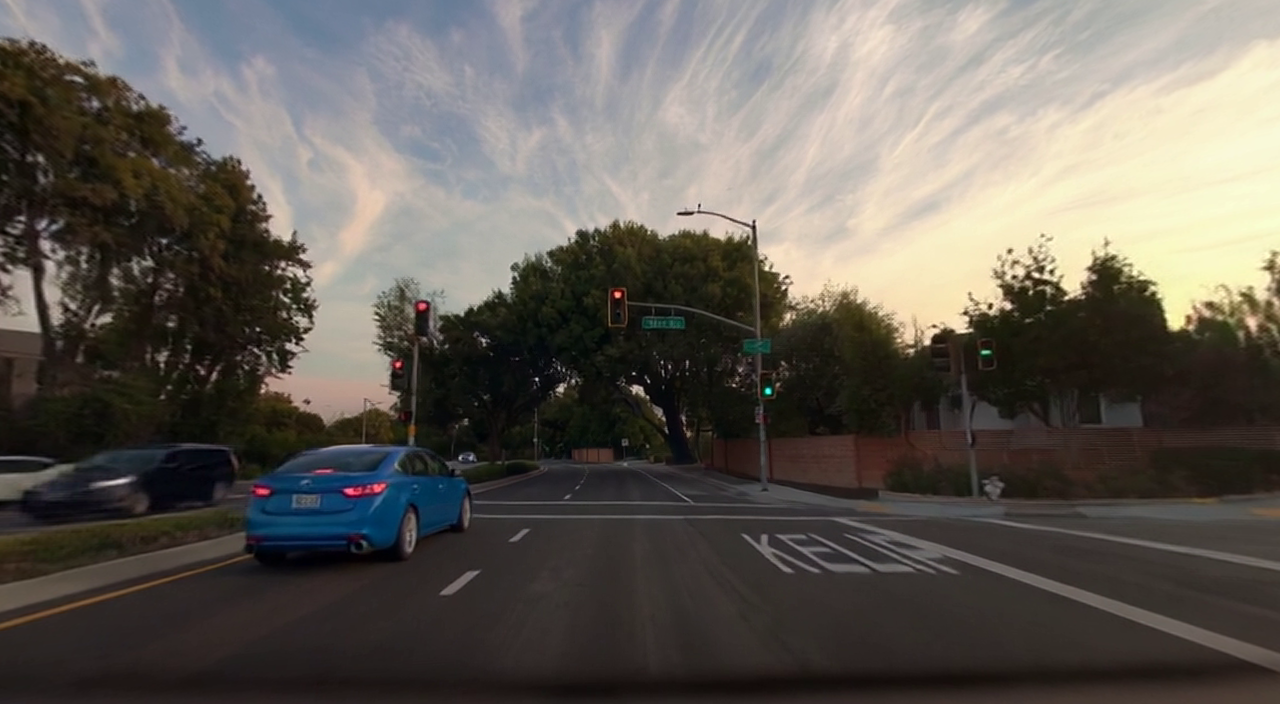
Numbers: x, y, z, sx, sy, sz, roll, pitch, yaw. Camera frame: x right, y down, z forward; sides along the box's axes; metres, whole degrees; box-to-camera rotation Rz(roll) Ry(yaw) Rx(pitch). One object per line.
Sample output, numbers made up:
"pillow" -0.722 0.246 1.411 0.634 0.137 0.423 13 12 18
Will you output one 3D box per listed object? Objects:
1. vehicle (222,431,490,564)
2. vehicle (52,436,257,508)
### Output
"vehicle" -3.803 2.001 9.569 1.980 1.508 4.502 0 -8 0
"vehicle" -13.742 3.388 18.441 2.115 1.794 4.961 0 -8 -2
